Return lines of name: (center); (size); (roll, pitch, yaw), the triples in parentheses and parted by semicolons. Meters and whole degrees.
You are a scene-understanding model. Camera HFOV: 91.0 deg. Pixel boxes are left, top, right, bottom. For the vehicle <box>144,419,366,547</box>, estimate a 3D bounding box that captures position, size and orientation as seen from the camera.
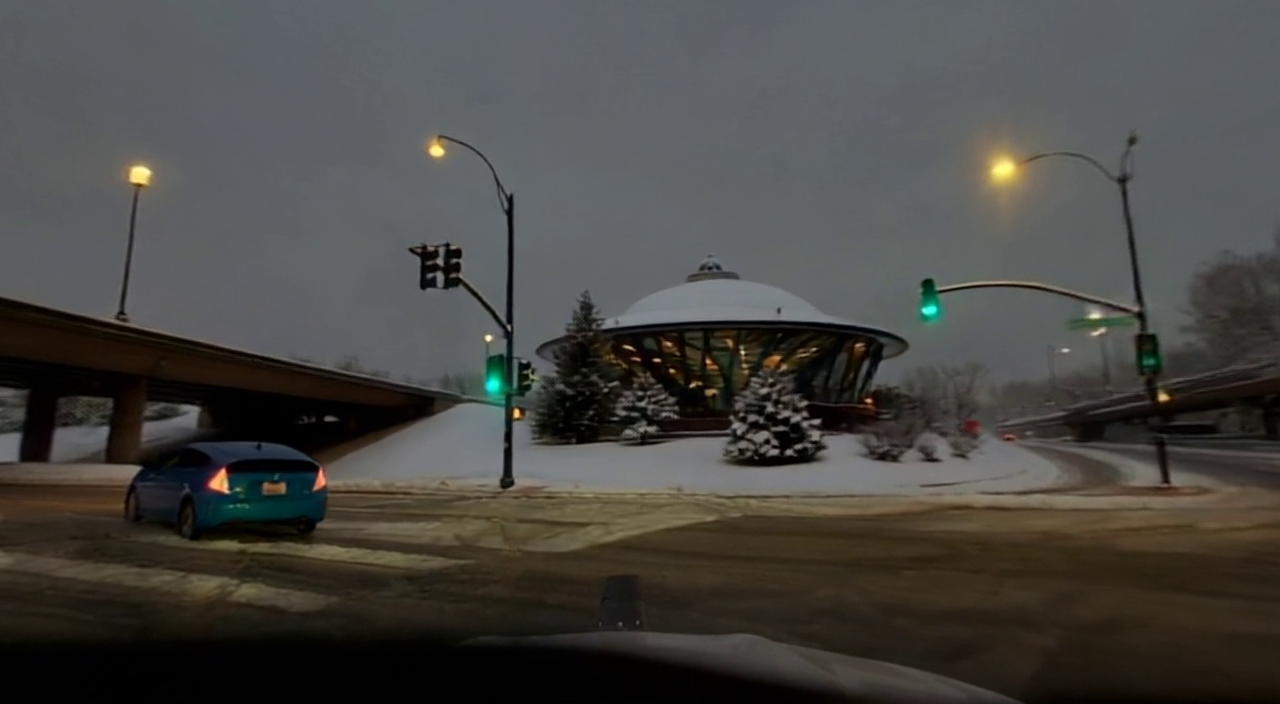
vehicle: (-6.166, 1.939, 9.948); (3.772, 1.584, 1.976); (-8, -12, 44)
